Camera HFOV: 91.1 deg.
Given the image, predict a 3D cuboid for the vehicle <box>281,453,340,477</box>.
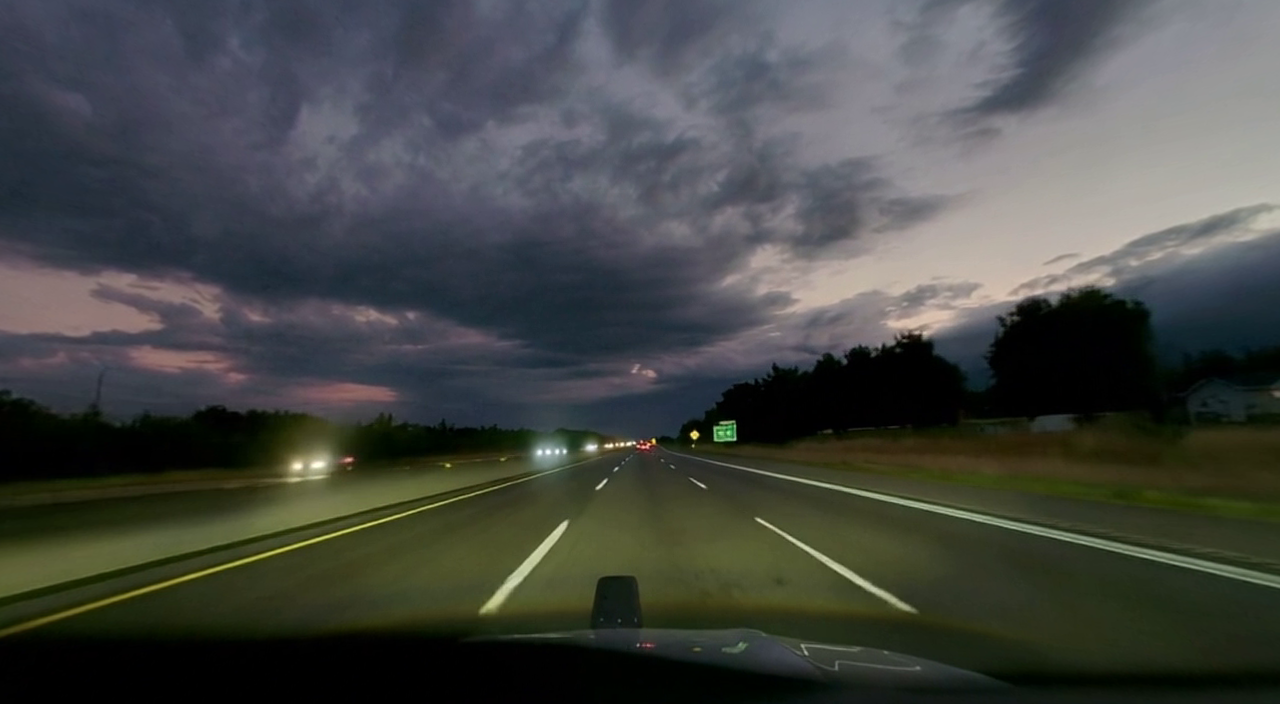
[{"bbox_3d":[-21.951,7.527,42.073,1.875,1.438,3.700,-1,-9,1],"label":"vehicle"}]
